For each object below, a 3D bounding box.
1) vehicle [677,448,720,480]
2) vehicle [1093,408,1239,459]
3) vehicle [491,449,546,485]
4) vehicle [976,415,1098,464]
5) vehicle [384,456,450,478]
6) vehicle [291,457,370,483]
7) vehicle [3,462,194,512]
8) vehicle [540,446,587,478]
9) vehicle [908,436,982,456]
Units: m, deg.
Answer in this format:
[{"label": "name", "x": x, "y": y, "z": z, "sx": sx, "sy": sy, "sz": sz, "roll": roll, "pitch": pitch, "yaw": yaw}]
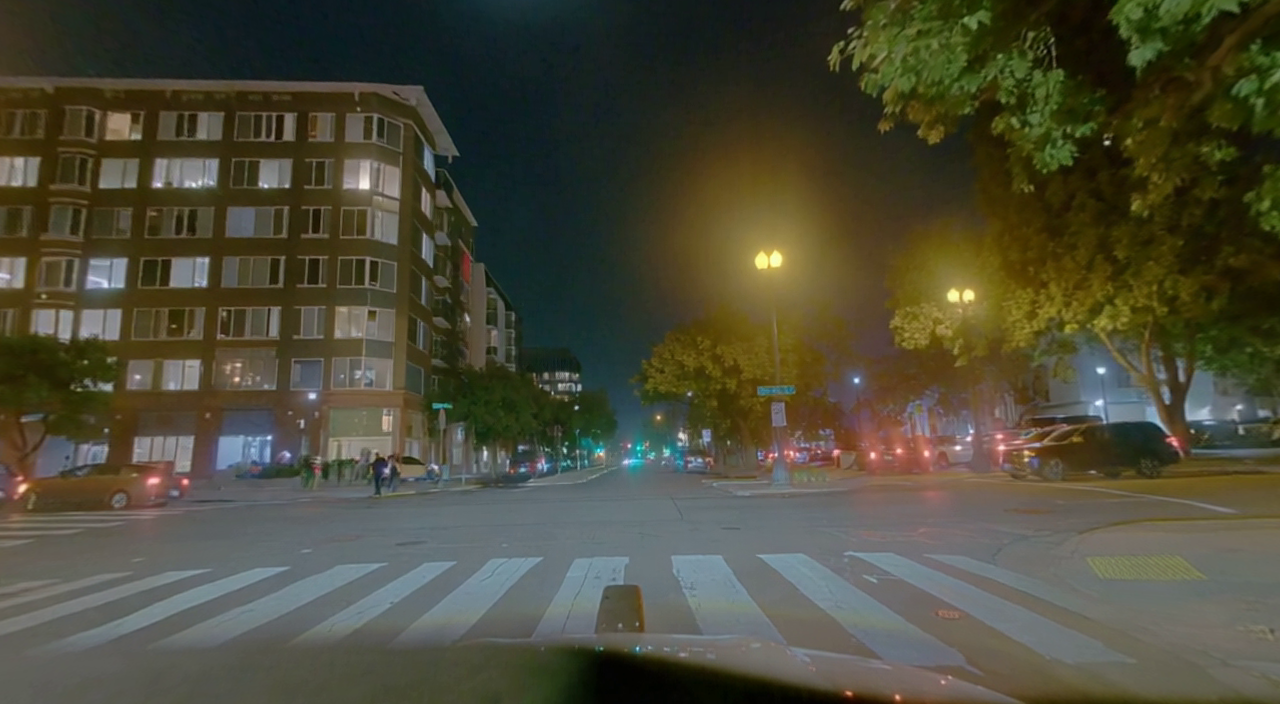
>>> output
[{"label": "vehicle", "x": 3.271, "y": 6.074, "z": 34.647, "sx": 1.942, "sy": 1.603, "sz": 3.785, "roll": -1, "pitch": -8, "yaw": 12}, {"label": "vehicle", "x": 22.304, "y": 3.531, "z": 27.142, "sx": 2.137, "sy": 1.962, "sz": 4.988, "roll": -1, "pitch": -8, "yaw": 3}, {"label": "vehicle", "x": -7.617, "y": 7.251, "z": 40.249, "sx": 2.193, "sy": 1.814, "sz": 5.061, "roll": -9, "pitch": -8, "yaw": 0}, {"label": "vehicle", "x": 16.743, "y": 3.790, "z": 26.995, "sx": 2.041, "sy": 1.921, "sz": 4.574, "roll": 0, "pitch": -9, "yaw": -2}, {"label": "vehicle", "x": -16.681, "y": 8.642, "z": 47.358, "sx": 4.203, "sy": 1.544, "sz": 1.889, "roll": -1, "pitch": -8, "yaw": 2}, {"label": "vehicle", "x": -23.238, "y": 8.886, "z": 47.494, "sx": 4.844, "sy": 1.836, "sz": 2.117, "roll": -1, "pitch": -8, "yaw": 5}, {"label": "vehicle", "x": -17.316, "y": 4.317, "z": 20.370, "sx": 4.439, "sy": 1.448, "sz": 1.793, "roll": 0, "pitch": -9, "yaw": 0}, {"label": "vehicle", "x": -4.458, "y": 6.532, "z": 37.598, "sx": 2.102, "sy": 1.768, "sz": 4.290, "roll": -1, "pitch": -10, "yaw": 2}, {"label": "vehicle", "x": 23.013, "y": 7.086, "z": 47.770, "sx": 4.528, "sy": 1.475, "sz": 2.070, "roll": 0, "pitch": -8, "yaw": 3}]
